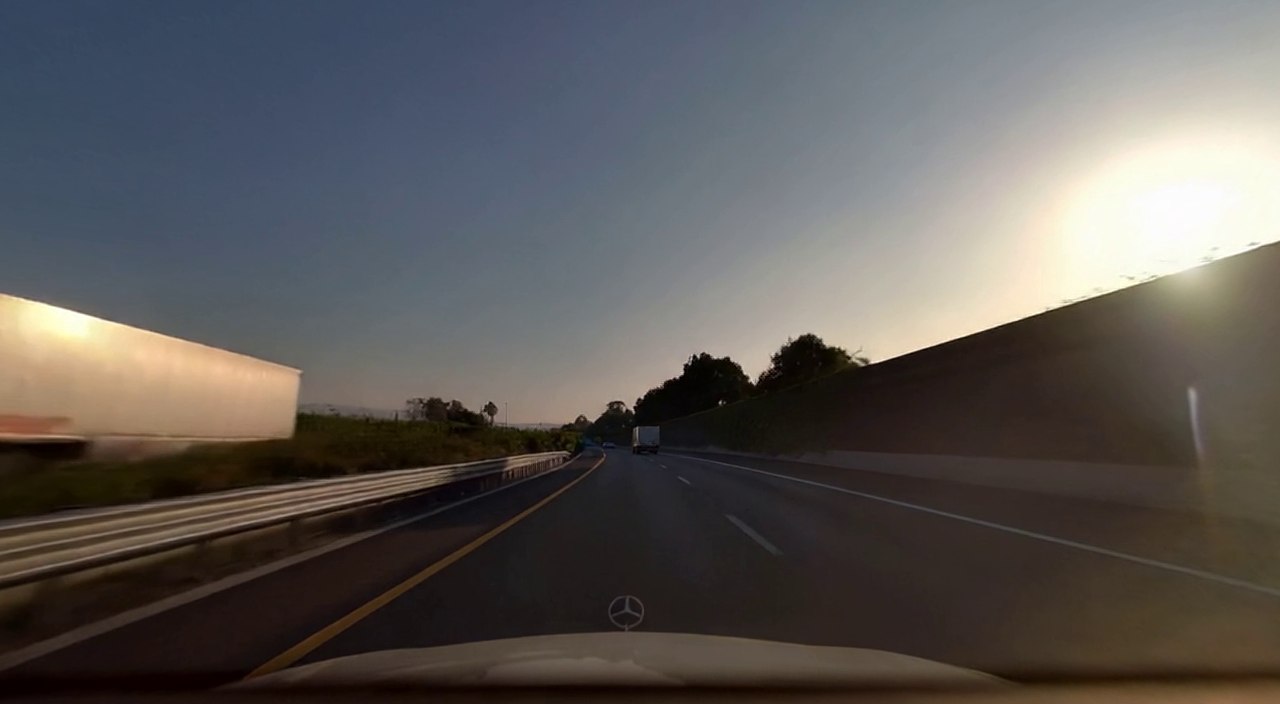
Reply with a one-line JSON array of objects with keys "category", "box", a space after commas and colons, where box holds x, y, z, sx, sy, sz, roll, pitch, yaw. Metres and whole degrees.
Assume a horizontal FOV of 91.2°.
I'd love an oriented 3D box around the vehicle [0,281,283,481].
[{"category": "vehicle", "box": [-16.260, 1.374, 19.076, 3.039, 4.546, 13.279, 1, -9, -1]}]
